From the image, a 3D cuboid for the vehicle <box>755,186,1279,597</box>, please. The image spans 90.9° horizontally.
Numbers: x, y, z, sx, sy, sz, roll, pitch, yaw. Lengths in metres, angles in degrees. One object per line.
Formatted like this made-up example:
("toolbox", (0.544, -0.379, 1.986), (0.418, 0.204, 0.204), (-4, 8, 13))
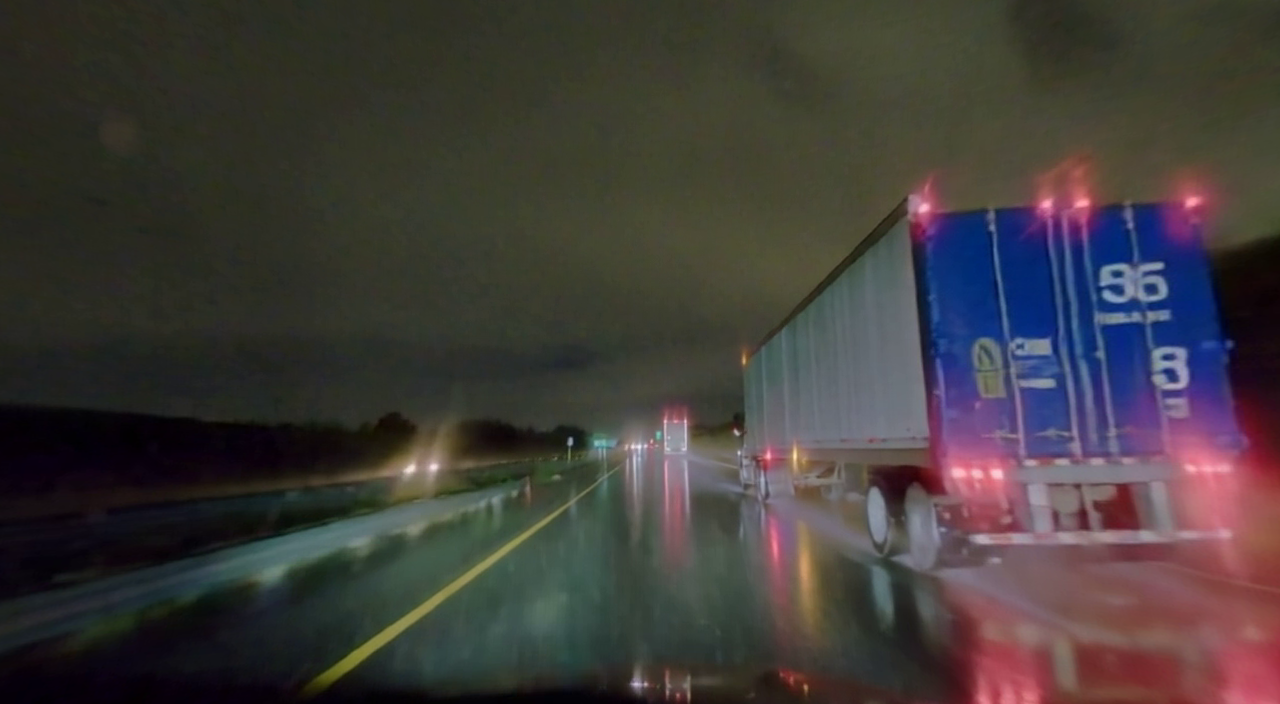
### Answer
("vehicle", (4.456, 1.053, 10.758), (3.107, 3.718, 10.231), (0, -9, 0))
